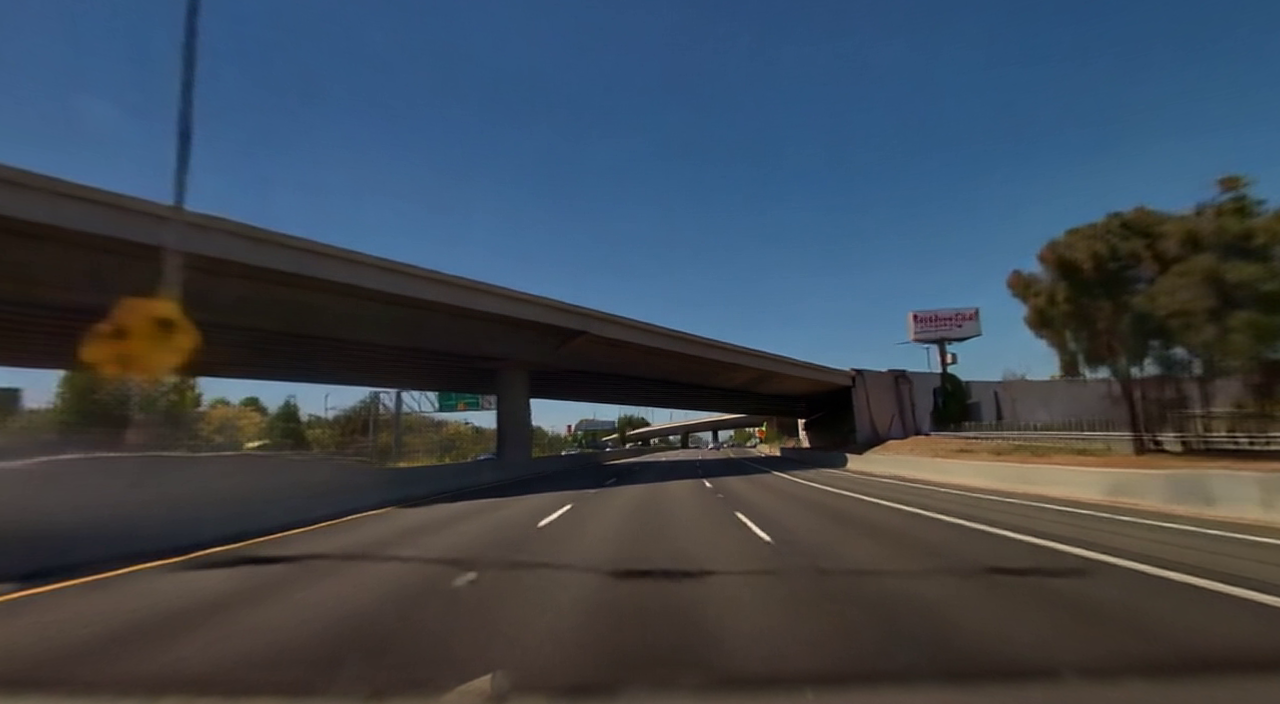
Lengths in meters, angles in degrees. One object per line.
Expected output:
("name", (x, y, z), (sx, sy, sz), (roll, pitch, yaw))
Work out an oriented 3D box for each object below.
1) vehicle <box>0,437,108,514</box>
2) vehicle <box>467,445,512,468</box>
("vehicle", (-15.952, 2.820, 14.303), (2.310, 1.742, 5.997), (-1, -9, 3))
("vehicle", (-11.356, 7.870, 47.754), (1.960, 1.530, 4.344), (-5, -9, 5))
